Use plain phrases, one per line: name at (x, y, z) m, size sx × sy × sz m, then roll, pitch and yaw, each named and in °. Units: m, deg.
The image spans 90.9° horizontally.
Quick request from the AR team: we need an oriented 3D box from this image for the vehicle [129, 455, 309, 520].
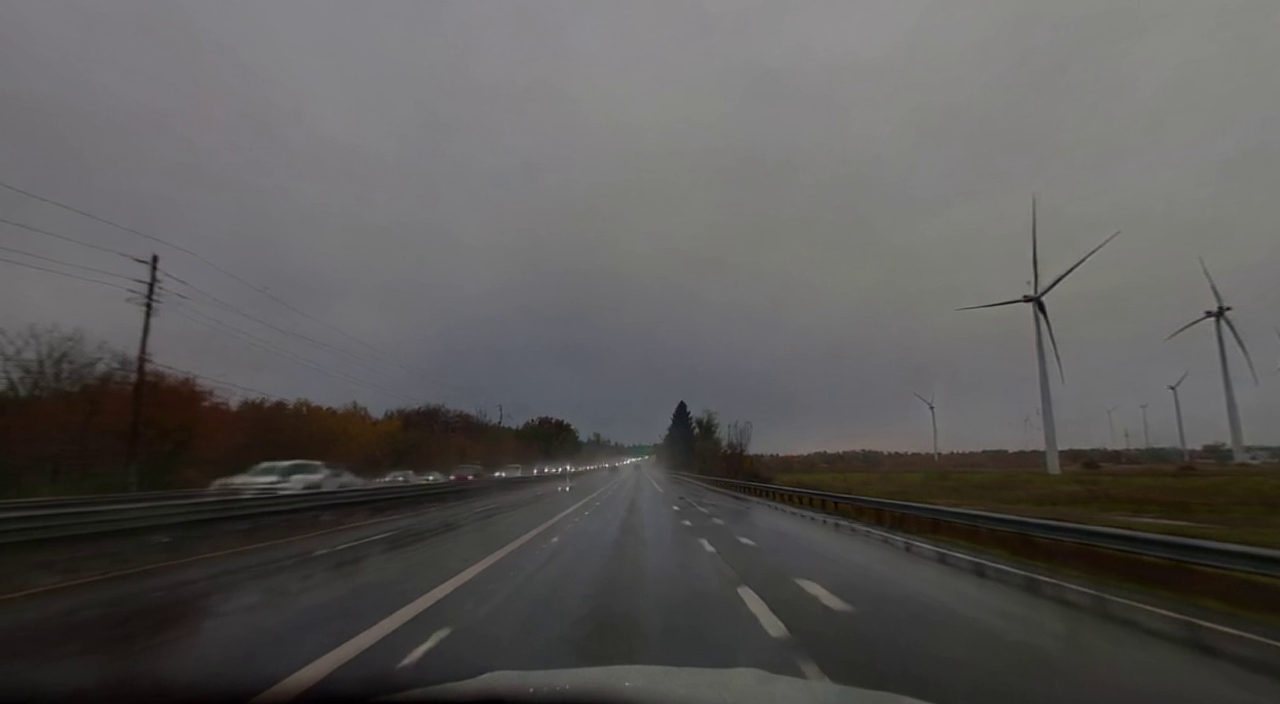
vehicle at (-12.088, 3.929, 18.600) m, size 2.068 × 1.615 × 4.594 m, roll 1°, pitch -11°, yaw 0°
